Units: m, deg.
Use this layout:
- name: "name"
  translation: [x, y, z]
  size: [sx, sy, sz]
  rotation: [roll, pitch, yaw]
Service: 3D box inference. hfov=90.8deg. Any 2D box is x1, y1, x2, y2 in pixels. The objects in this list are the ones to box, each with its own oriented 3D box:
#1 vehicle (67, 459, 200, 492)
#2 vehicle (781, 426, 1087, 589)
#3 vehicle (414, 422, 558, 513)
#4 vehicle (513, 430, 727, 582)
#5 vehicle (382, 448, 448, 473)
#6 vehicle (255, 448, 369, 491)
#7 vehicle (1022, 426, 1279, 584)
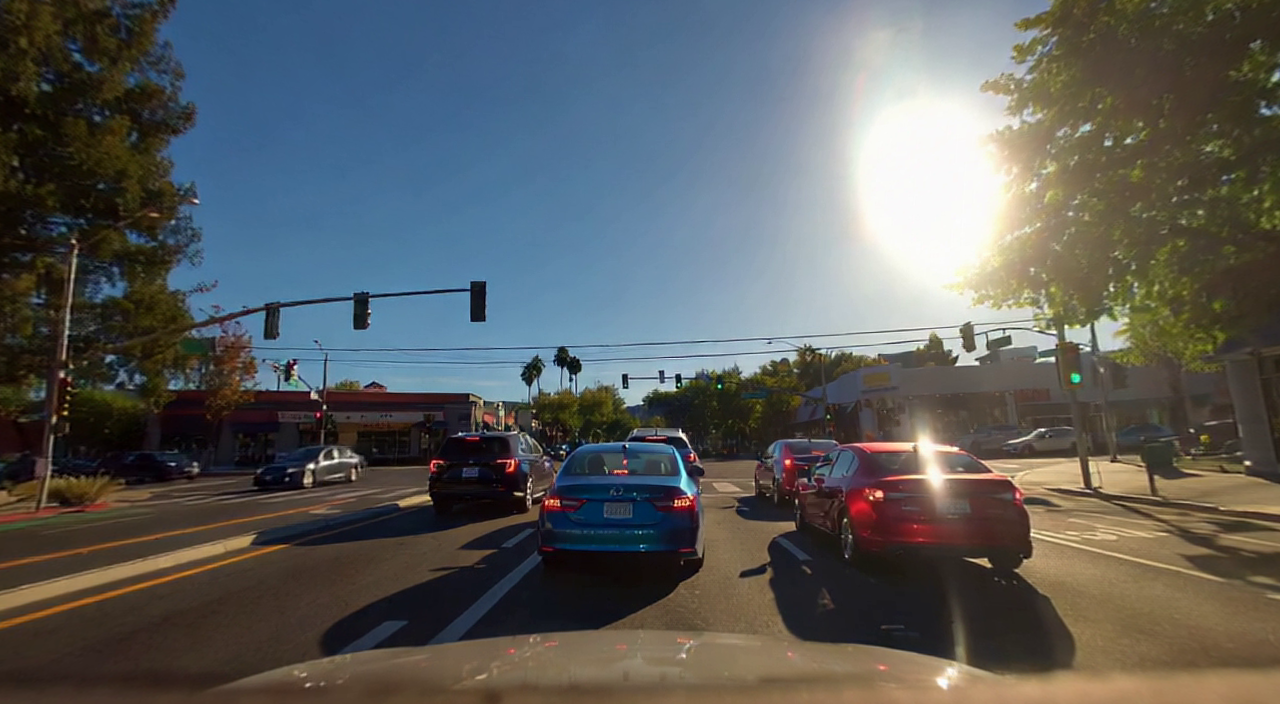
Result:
- name: "vehicle"
  translation: [-25.283, 6.147, 31.723]
  size: [4.679, 1.488, 2.052]
  rotation: [2, -9, -13]
- name: "vehicle"
  translation: [3.234, 1.769, 8.073]
  size: [2.020, 1.513, 4.120]
  rotation: [0, -8, 2]
- name: "vehicle"
  translation: [-3.452, 2.718, 15.410]
  size: [2.160, 1.823, 5.115]
  rotation: [0, -8, 1]
- name: "vehicle"
  translation: [-0.177, 1.812, 8.225]
  size: [2.098, 1.477, 3.897]
  rotation: [0, -8, 1]
- name: "vehicle"
  translation: [-16.216, 7.806, 45.805]
  size: [1.925, 1.686, 4.761]
  rotation: [-3, -9, 19]
- name: "vehicle"
  translation: [-12.413, 4.451, 24.282]
  size: [1.872, 1.463, 4.455]
  rotation: [0, -8, 2]
- name: "vehicle"
  translation: [7.189, 1.733, 7.829]
  size: [2.004, 1.508, 4.646]
  rotation: [0, -8, 0]
